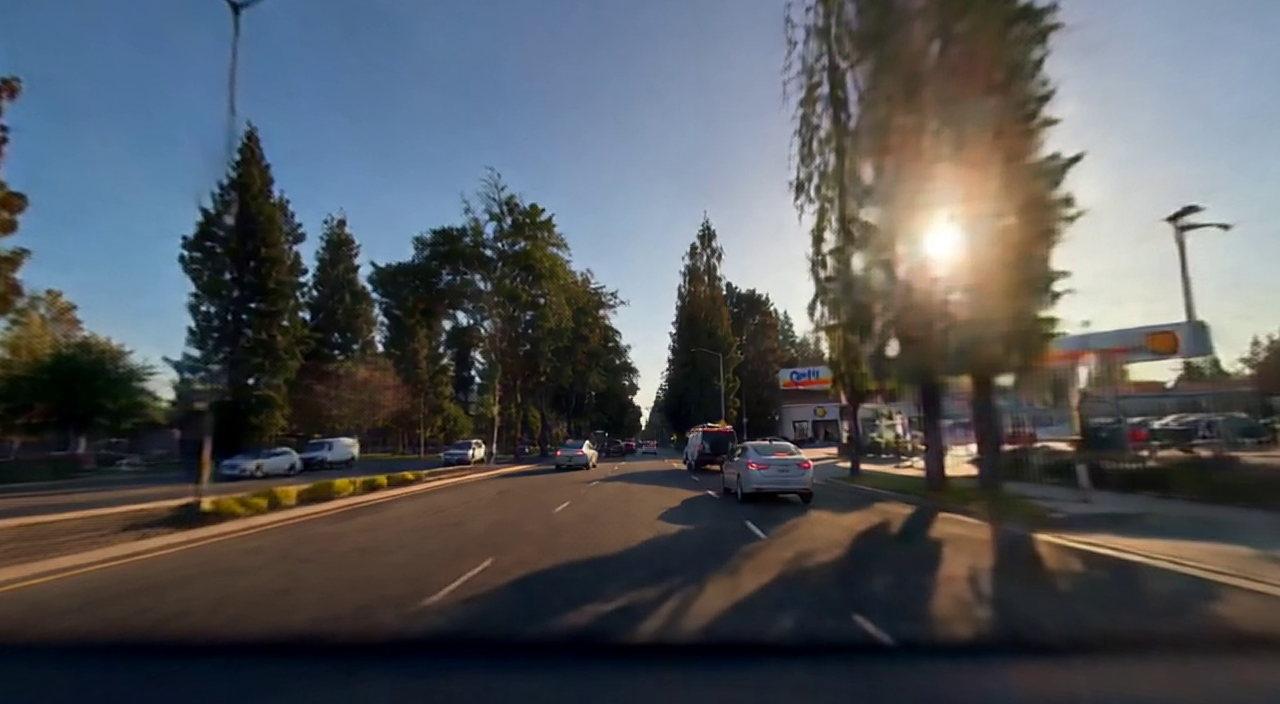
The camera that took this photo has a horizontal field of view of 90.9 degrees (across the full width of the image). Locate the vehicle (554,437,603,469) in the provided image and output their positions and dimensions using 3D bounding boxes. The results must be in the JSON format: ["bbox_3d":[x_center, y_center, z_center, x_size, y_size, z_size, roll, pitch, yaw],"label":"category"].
[{"bbox_3d":[-3.446,5.752,35.983,2.250,1.713,4.422,0,-8,1],"label":"vehicle"}]

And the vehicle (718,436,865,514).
[{"bbox_3d":[3.189,2.711,14.433,2.095,1.475,4.686,0,-8,-1],"label":"vehicle"}]

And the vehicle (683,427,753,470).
[{"bbox_3d":[4.256,5.450,35.769,3.245,2.199,6.295,0,-8,1],"label":"vehicle"}]

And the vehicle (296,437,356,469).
[{"bbox_3d":[-24.282,7.835,48.979,2.254,2.335,4.297,0,-8,2],"label":"vehicle"}]

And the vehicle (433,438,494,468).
[{"bbox_3d":[-11.098,6.418,40.091,2.141,1.751,5.451,0,-8,1],"label":"vehicle"}]

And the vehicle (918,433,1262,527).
[{"bbox_3d":[7.608,2.197,11.269,4.514,1.425,1.937,-2,-9,15],"label":"vehicle"}]

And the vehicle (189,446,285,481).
[{"bbox_3d":[-21.256,5.882,33.476,1.957,1.702,4.544,0,-8,2],"label":"vehicle"}]

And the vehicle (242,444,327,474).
[{"bbox_3d":[-24.293,7.304,43.398,2.341,1.896,5.876,0,-8,1],"label":"vehicle"}]
